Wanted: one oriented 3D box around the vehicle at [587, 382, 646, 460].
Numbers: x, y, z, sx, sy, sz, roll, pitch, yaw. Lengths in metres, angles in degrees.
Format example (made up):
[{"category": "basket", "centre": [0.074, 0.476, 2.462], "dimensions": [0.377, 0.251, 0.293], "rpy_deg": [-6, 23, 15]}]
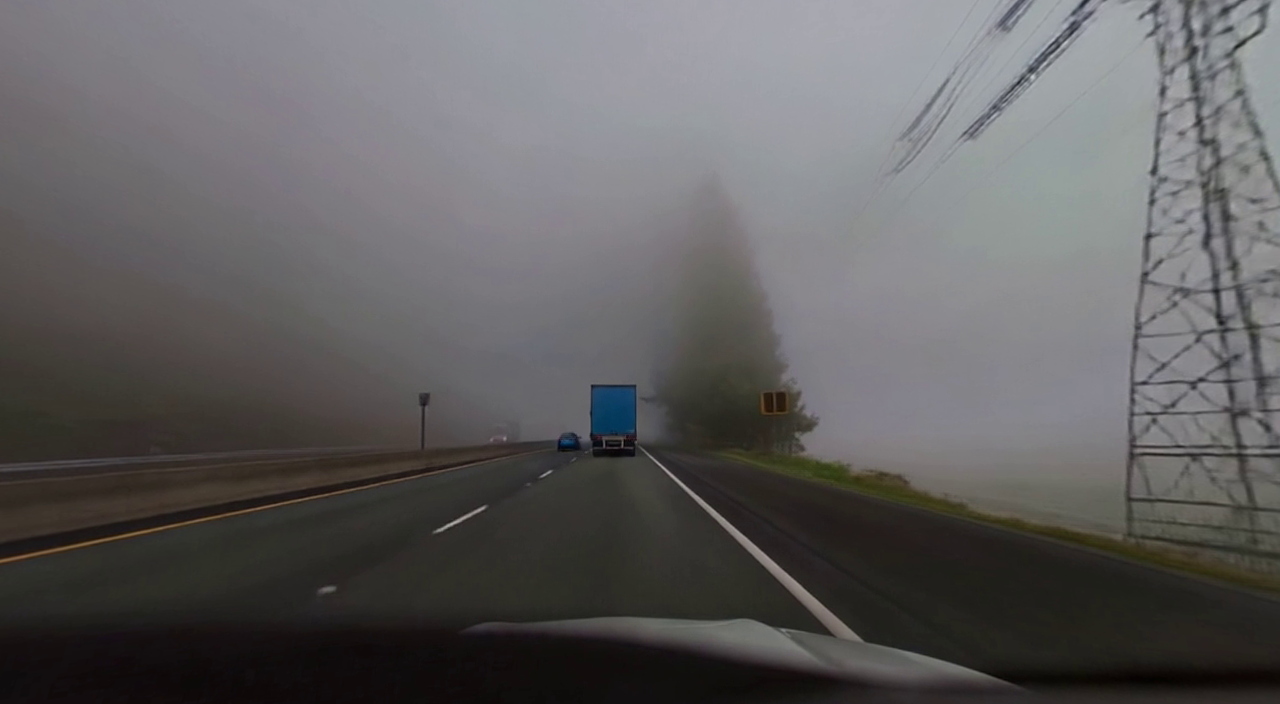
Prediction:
[{"category": "vehicle", "centre": [-1.331, 4.103, 36.546], "dimensions": [2.955, 3.851, 9.915], "rpy_deg": [0, -8, -2]}]
